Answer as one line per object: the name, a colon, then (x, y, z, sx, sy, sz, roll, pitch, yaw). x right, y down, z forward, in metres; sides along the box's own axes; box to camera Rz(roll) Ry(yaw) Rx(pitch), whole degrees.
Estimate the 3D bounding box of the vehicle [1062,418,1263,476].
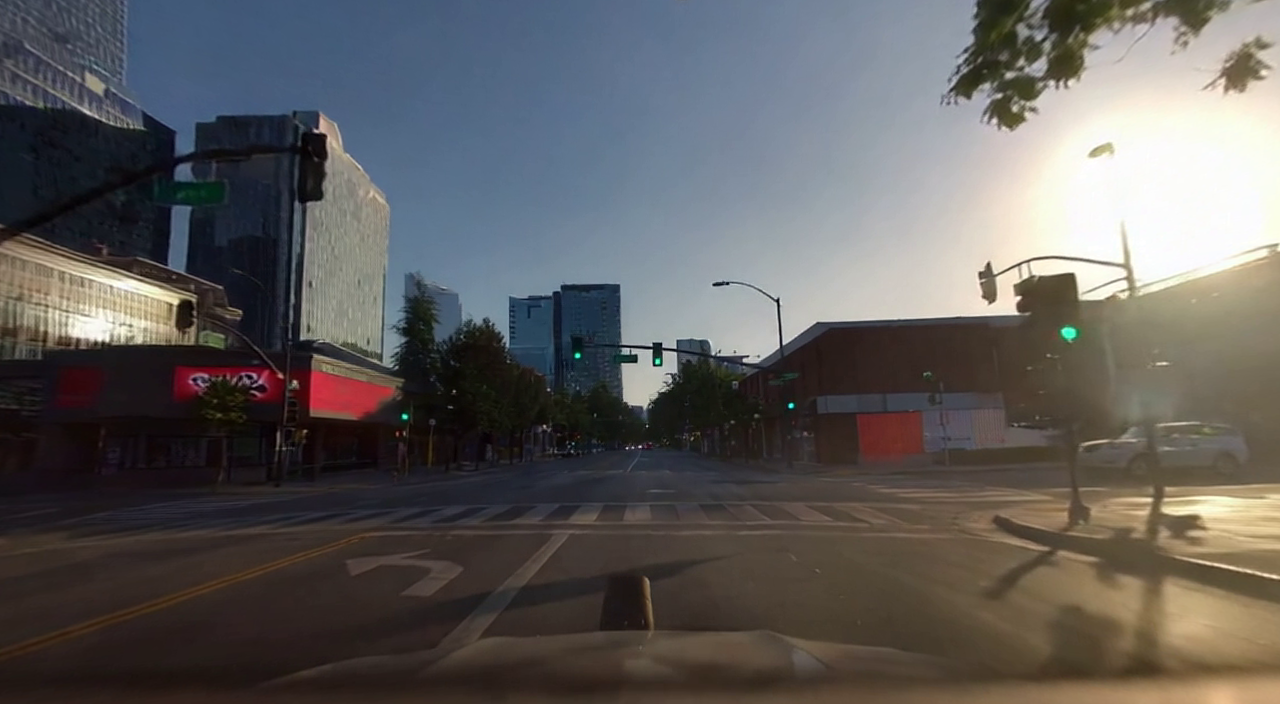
vehicle: (17.138, 3.145, 20.883, 4.836, 1.795, 1.957, 0, -9, 0)
